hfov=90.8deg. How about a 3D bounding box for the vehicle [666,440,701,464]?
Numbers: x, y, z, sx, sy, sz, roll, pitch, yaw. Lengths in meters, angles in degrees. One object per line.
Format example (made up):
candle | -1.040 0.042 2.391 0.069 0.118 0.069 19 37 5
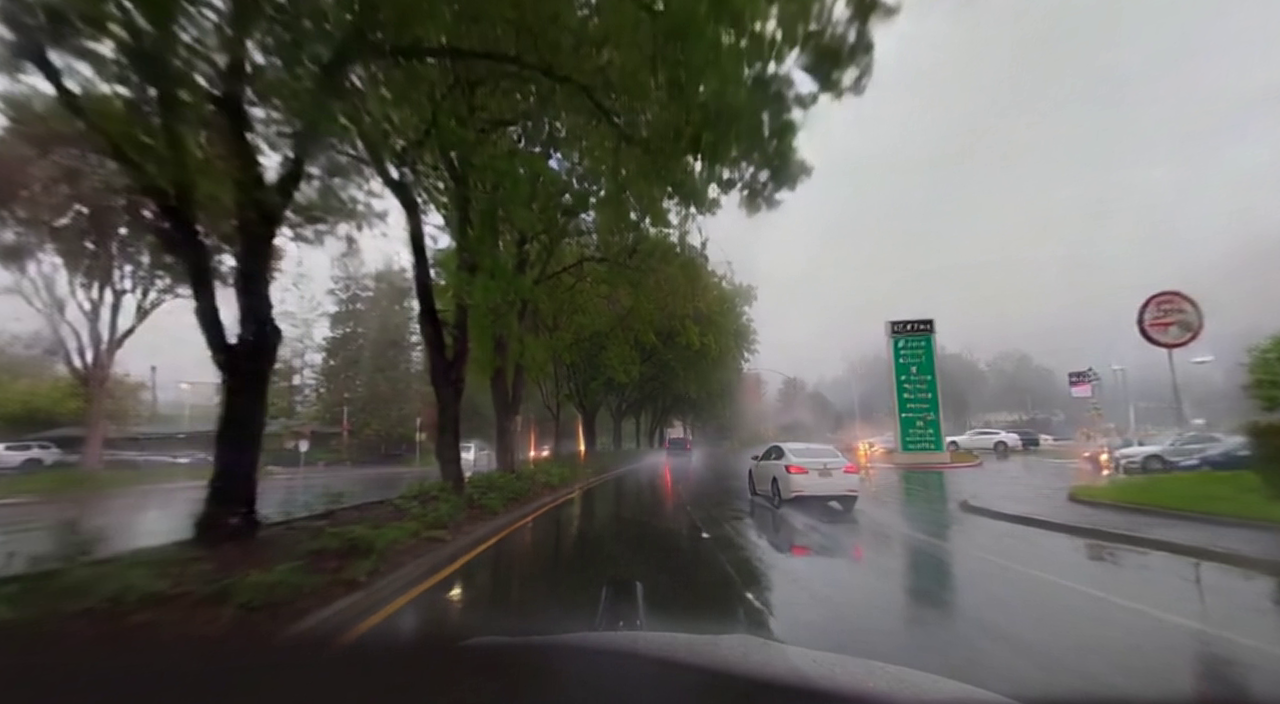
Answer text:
vehicle | 3.286 7.446 47.308 2.123 1.703 4.292 -2 -9 10

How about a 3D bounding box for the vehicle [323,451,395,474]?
vehicle | -20.298 7.978 45.712 4.389 1.518 1.930 -2 -9 9

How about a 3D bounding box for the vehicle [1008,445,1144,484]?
vehicle | 17.565 4.491 25.501 4.653 1.471 1.850 2 -9 -16

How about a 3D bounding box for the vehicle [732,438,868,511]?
vehicle | 3.701 2.922 15.684 2.132 1.497 4.827 0 -8 0

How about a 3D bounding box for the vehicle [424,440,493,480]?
vehicle | -8.485 5.049 29.906 2.045 1.689 4.545 0 -8 -2

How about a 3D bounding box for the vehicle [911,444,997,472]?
vehicle | 19.761 6.696 39.845 4.512 1.561 1.846 -8 -12 32
